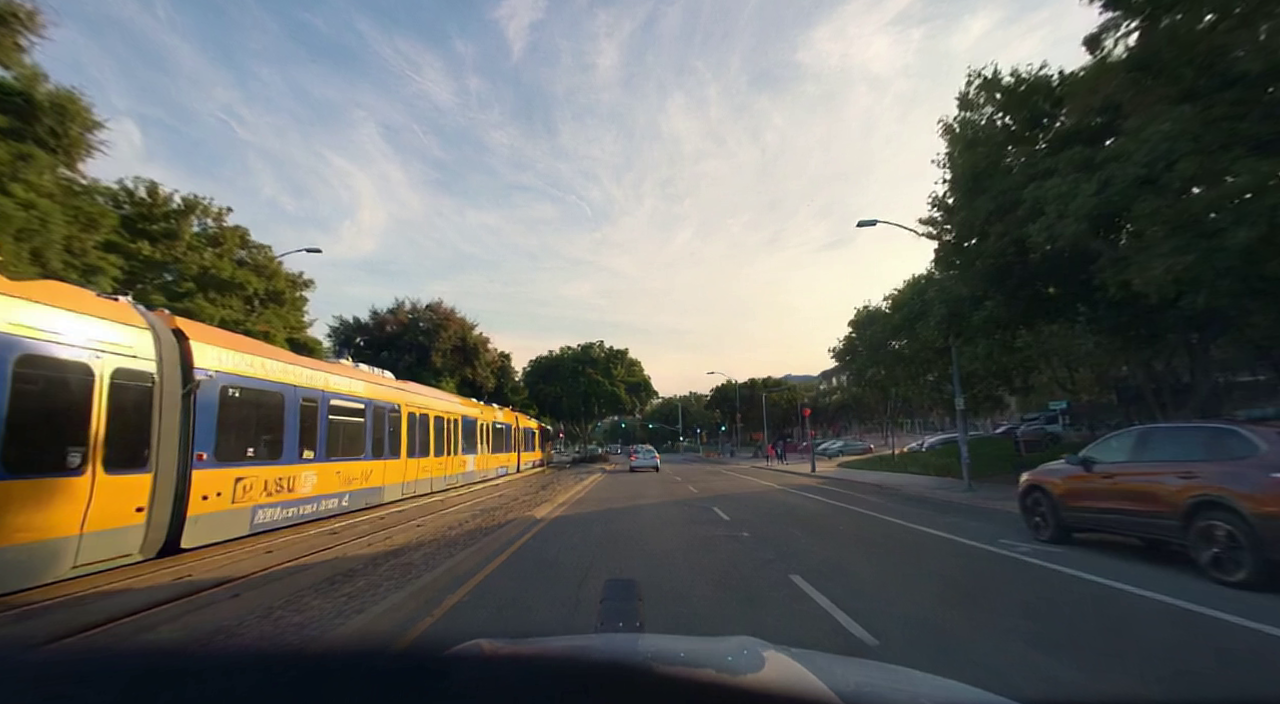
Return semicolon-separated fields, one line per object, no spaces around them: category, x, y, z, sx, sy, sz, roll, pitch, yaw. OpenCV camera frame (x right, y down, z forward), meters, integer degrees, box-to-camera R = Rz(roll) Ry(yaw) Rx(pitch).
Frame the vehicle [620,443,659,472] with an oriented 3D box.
vehicle;-0.020;5.756;34.748;2.002;1.471;4.337;0;-8;0

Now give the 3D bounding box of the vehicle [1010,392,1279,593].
vehicle;6.820;1.466;7.089;2.201;1.779;5.076;0;-8;0

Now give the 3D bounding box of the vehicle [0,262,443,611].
vehicle;-7.800;1.633;13.487;2.897;3.700;13.528;0;-7;0
